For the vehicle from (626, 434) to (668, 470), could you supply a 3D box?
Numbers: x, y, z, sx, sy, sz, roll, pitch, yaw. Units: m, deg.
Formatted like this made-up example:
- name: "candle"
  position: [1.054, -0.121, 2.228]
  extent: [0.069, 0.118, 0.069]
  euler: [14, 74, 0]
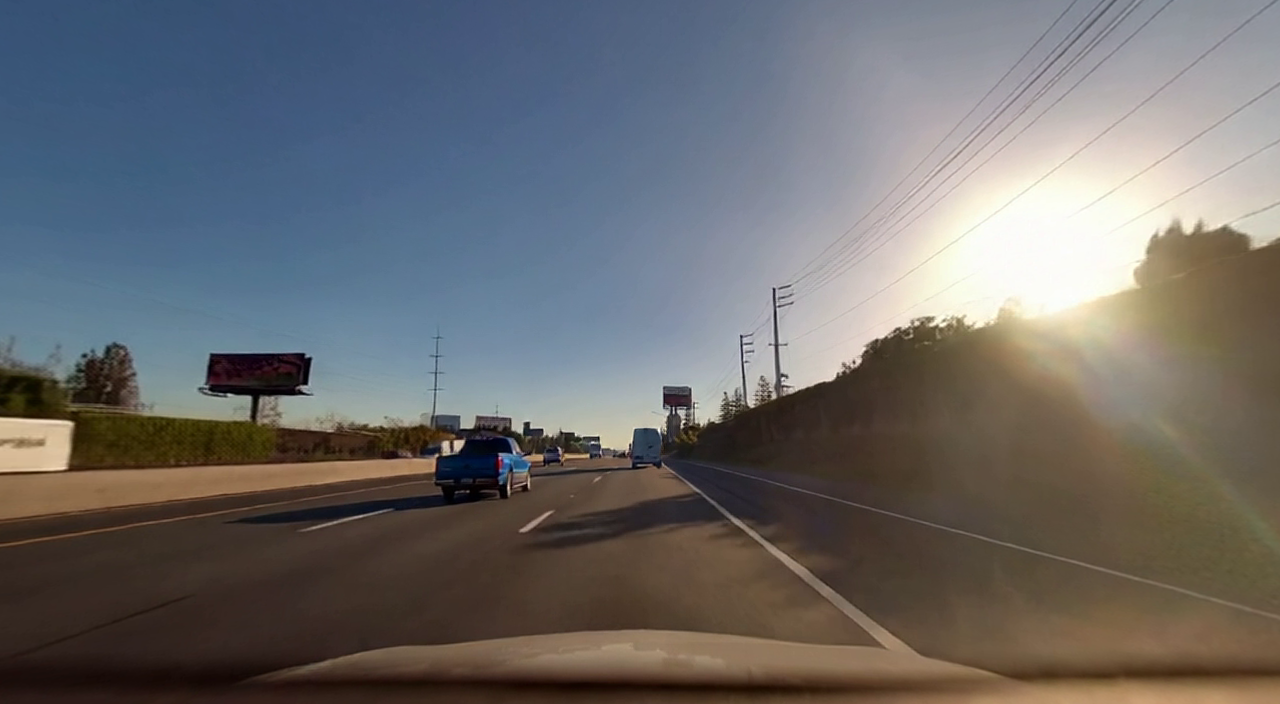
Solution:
- name: "vehicle"
  position: [0.458, 6.799, 42.799]
  extent: [2.692, 2.279, 5.695]
  euler: [0, -9, 0]

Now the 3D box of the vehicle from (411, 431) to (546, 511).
- name: "vehicle"
  position: [-3.921, 2.972, 16.232]
  extent: [2.145, 1.730, 4.729]
  euler: [0, -9, 1]
